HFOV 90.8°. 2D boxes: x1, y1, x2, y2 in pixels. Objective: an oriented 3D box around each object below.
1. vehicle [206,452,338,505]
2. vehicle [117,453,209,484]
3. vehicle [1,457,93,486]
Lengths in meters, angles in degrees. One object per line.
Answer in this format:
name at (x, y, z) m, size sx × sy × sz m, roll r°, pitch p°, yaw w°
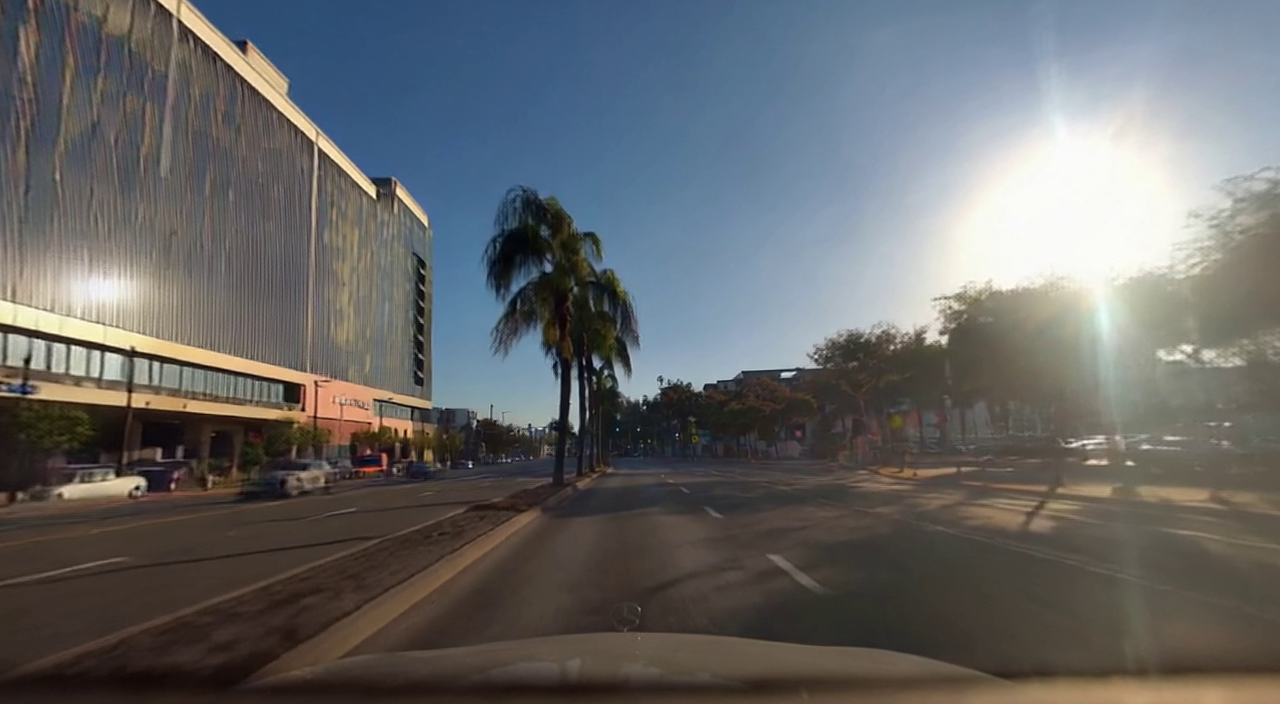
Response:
vehicle at (-12.884, 4.411, 22.526) m, size 2.036 × 1.590 × 4.495 m, roll 0°, pitch -8°, yaw -1°
vehicle at (-32.432, 7.914, 43.045) m, size 4.404 × 1.866 × 2.130 m, roll -1°, pitch -9°, yaw -3°
vehicle at (-37.585, 7.546, 40.117) m, size 3.784 × 1.690 × 1.899 m, roll -1°, pitch -8°, yaw -2°
